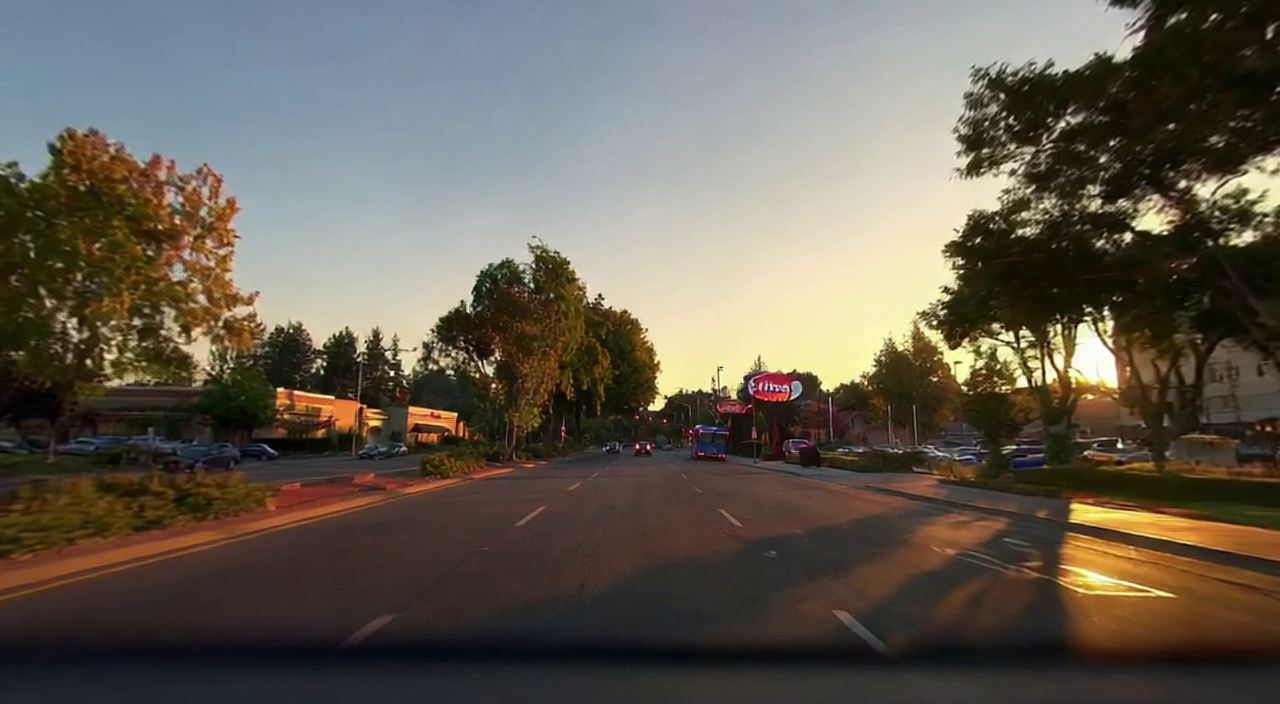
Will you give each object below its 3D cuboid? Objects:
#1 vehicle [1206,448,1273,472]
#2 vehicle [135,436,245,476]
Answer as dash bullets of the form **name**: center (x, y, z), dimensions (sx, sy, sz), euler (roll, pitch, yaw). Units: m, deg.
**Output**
- **vehicle**: center (43.699, 7.830, 45.974), dimensions (4.422, 1.605, 2.036), euler (4, -10, -27)
- **vehicle**: center (-22.349, 5.184, 31.620), dimensions (2.040, 1.788, 4.595), euler (-1, -9, 1)
